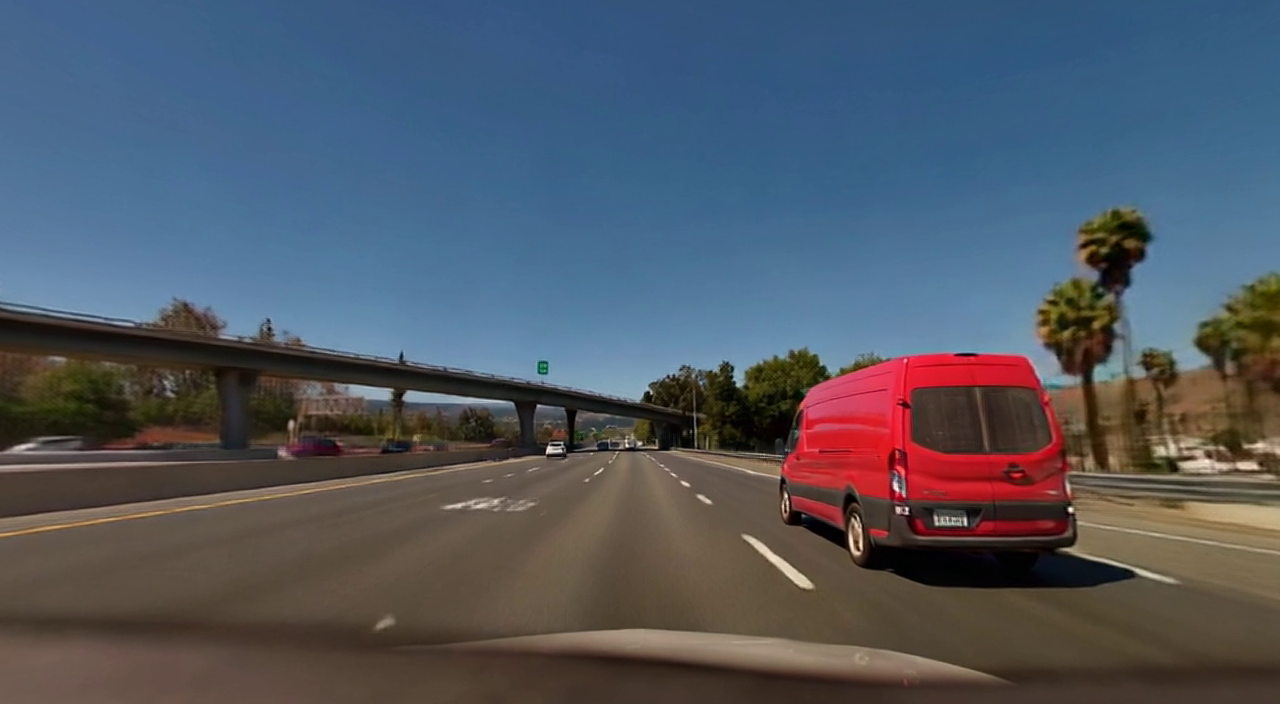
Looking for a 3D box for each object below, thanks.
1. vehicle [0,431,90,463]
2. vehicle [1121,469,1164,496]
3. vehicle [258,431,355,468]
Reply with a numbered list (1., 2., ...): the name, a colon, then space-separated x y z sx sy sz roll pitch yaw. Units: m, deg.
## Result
1. vehicle: -36.573 5.768 38.137 2.127 1.828 4.972 1 -8 -6
2. vehicle: 37.700 9.705 47.066 2.115 1.724 4.226 -7 -11 41
3. vehicle: -16.235 4.788 30.920 1.967 1.669 5.209 0 -8 0
